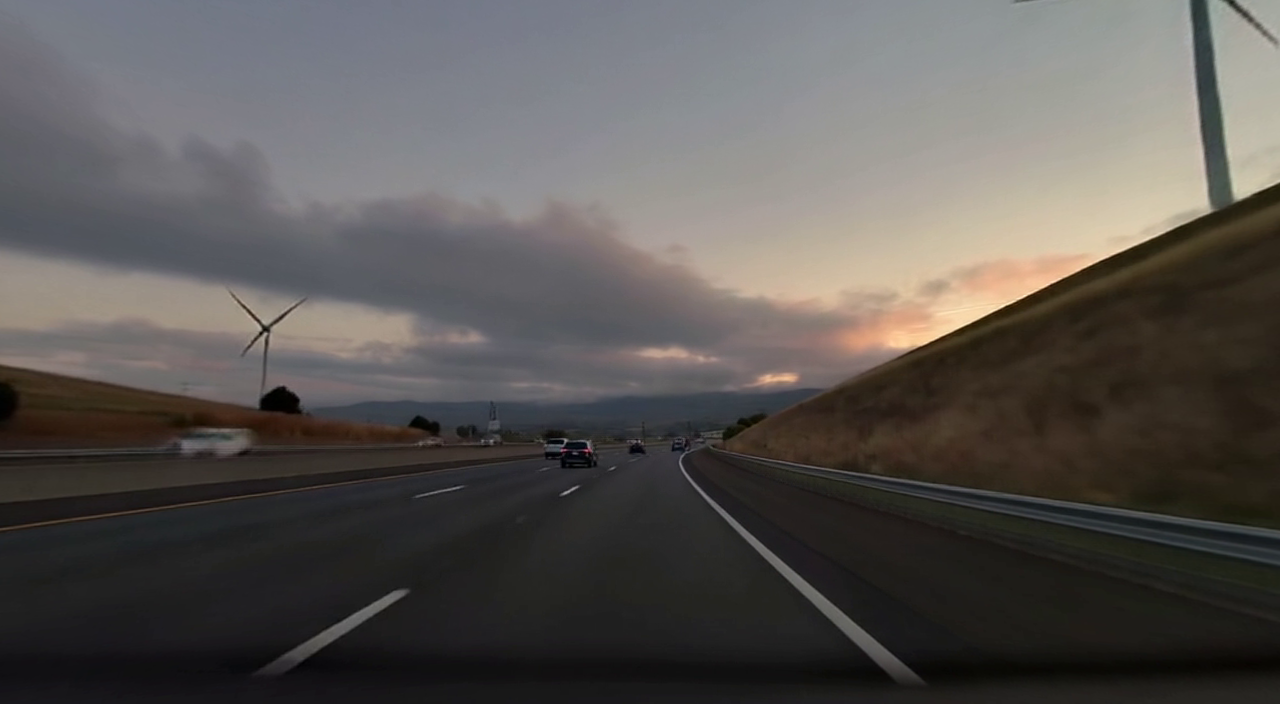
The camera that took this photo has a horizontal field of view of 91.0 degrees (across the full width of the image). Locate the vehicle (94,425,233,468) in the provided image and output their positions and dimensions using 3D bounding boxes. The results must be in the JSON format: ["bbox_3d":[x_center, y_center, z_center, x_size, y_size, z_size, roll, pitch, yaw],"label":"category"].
[{"bbox_3d":[-21.015,4.227,28.154,2.076,1.708,5.159,0,-9,1],"label":"vehicle"}]

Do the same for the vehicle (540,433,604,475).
[{"bbox_3d":[-2.877,4.464,27.799,2.118,1.702,4.355,0,-9,3],"label":"vehicle"}]
